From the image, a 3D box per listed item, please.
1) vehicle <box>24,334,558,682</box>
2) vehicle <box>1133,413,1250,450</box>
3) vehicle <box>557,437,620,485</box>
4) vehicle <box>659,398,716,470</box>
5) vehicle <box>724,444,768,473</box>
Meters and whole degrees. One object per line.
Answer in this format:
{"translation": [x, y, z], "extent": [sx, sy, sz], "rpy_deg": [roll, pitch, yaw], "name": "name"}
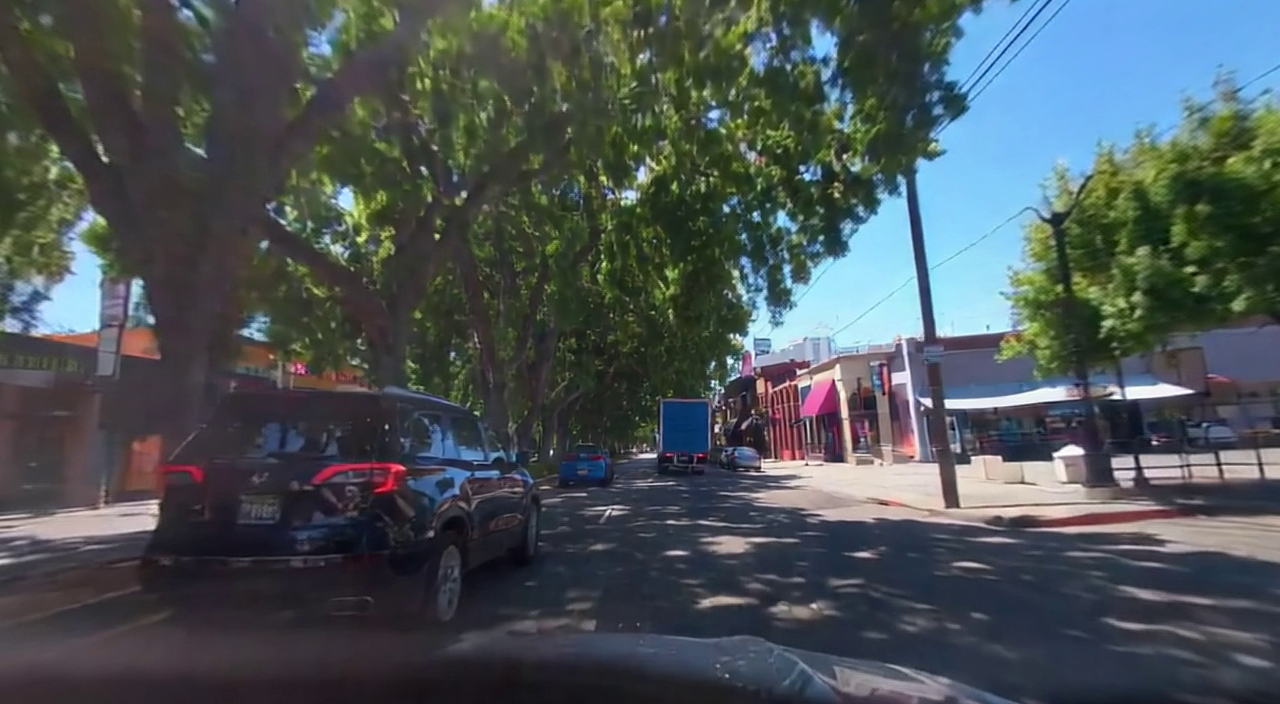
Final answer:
{"translation": [-2.399, 1.268, 6.243], "extent": [2.293, 2.036, 4.853], "rpy_deg": [-1, -9, 3], "name": "vehicle"}
{"translation": [29.590, 4.345, 34.145], "extent": [2.007, 1.869, 4.771], "rpy_deg": [0, -8, 2], "name": "vehicle"}
{"translation": [-1.957, 4.346, 25.489], "extent": [2.040, 1.711, 4.475], "rpy_deg": [0, -8, 2], "name": "vehicle"}
{"translation": [2.990, 5.782, 43.744], "extent": [3.007, 4.206, 12.913], "rpy_deg": [0, -8, 1], "name": "vehicle"}
{"translation": [6.065, 6.130, 36.608], "extent": [1.929, 1.522, 4.158], "rpy_deg": [-1, -9, 2], "name": "vehicle"}
